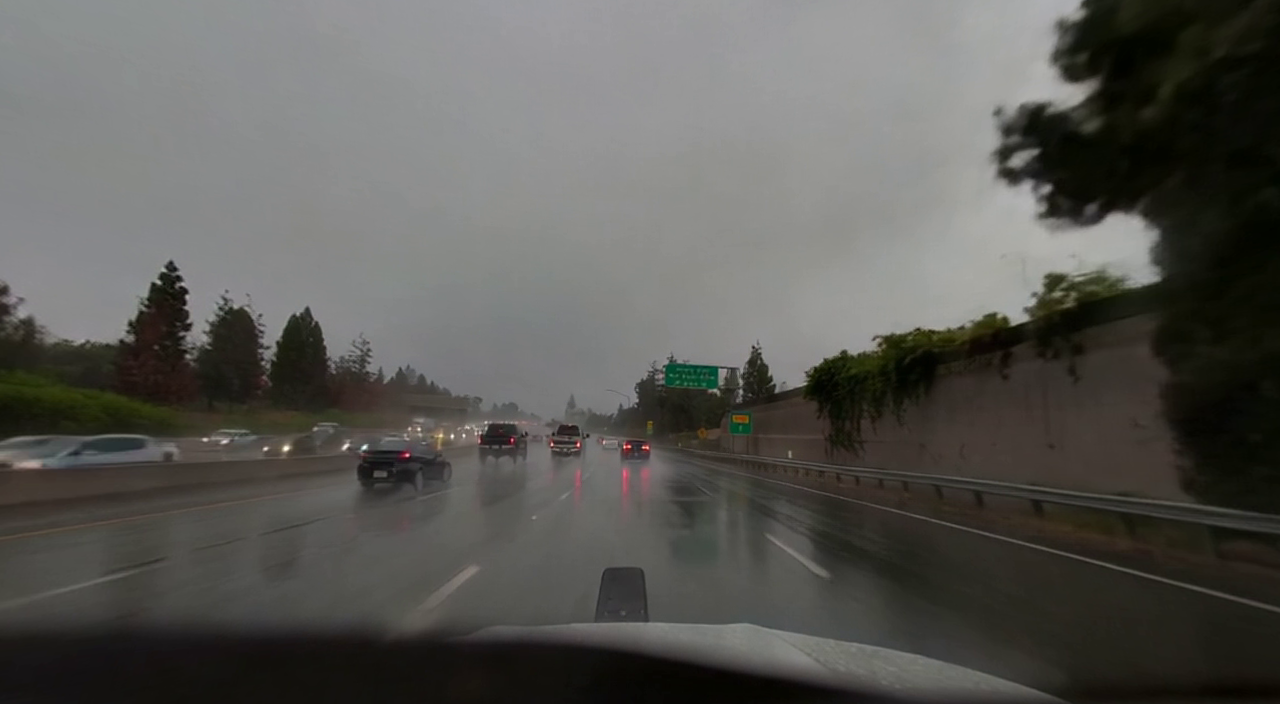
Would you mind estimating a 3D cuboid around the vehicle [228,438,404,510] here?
[{"bbox_3d":[-7.563,2.854,15.321,1.896,1.465,4.399,0,-8,1],"label":"vehicle"}]

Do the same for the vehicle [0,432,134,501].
[{"bbox_3d":[-15.870,2.902,16.333,1.926,1.587,4.354,0,-8,-1],"label":"vehicle"}]

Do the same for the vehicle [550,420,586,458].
[{"bbox_3d":[-5.381,6.604,47.702,2.279,2.672,5.256,0,-8,-2],"label":"vehicle"}]

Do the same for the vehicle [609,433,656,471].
[{"bbox_3d":[-0.387,4.740,29.990,2.092,1.671,3.772,0,-8,-2],"label":"vehicle"}]

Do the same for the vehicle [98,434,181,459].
[{"bbox_3d":[-32.583,6.176,41.265,1.844,1.520,4.578,0,-8,-3],"label":"vehicle"}]

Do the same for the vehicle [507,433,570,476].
[{"bbox_3d":[-4.160,4.279,26.502,2.005,1.631,4.295,0,-8,-1],"label":"vehicle"}]

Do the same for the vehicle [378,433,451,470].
[{"bbox_3d":[-11.818,5.262,33.486,2.079,1.807,5.187,0,-8,-2],"label":"vehicle"}]

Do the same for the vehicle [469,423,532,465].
[{"bbox_3d":[-8.694,5.852,40.109,2.773,2.402,6.232,0,-8,-2],"label":"vehicle"}]
